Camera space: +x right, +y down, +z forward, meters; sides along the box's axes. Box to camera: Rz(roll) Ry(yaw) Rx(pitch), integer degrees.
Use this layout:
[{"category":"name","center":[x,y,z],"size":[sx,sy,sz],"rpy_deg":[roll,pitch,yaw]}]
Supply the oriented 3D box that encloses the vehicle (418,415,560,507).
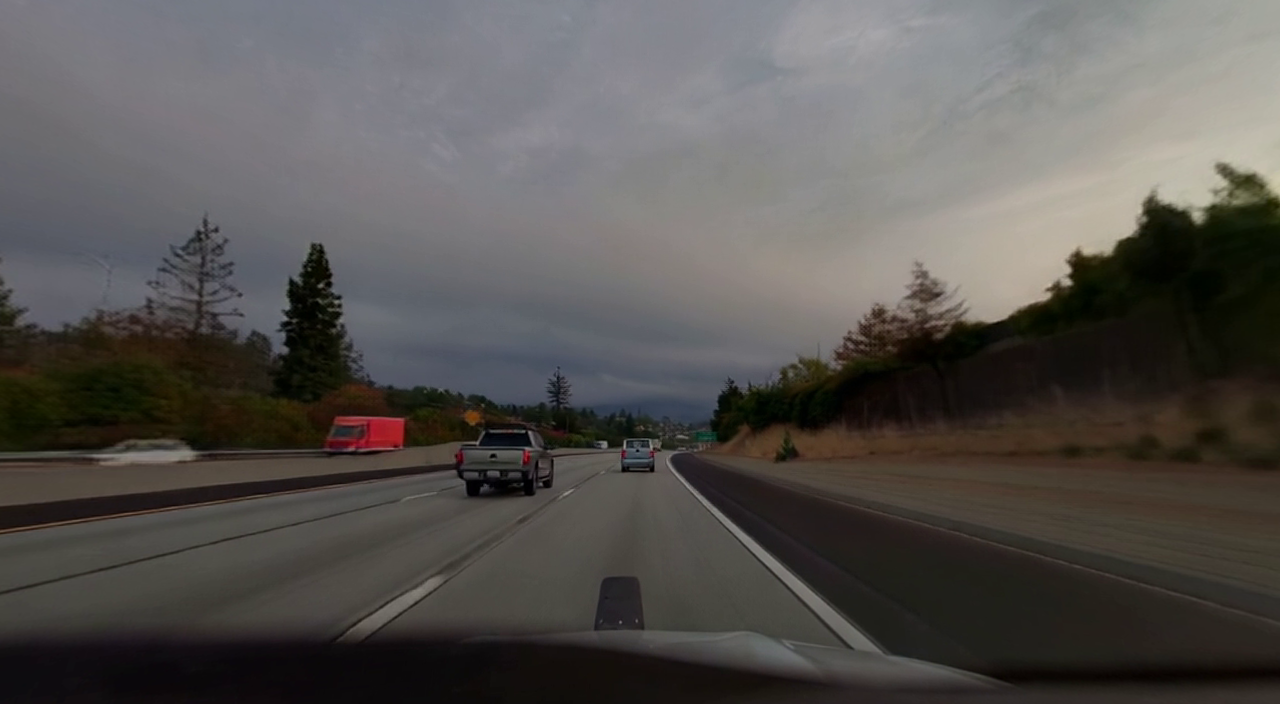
[{"category":"vehicle","center":[-3.557,2.700,16.023],"size":[2.250,1.947,4.860],"rpy_deg":[0,-9,2]}]

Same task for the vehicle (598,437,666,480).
[{"category":"vehicle","center":[-0.245,4.648,27.735],"size":[2.715,1.669,5.163],"rpy_deg":[0,-9,1]}]

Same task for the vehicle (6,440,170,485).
[{"category":"vehicle","center":[-20.773,4.165,24.052],"size":[1.903,1.547,4.705],"rpy_deg":[0,-9,1]}]
